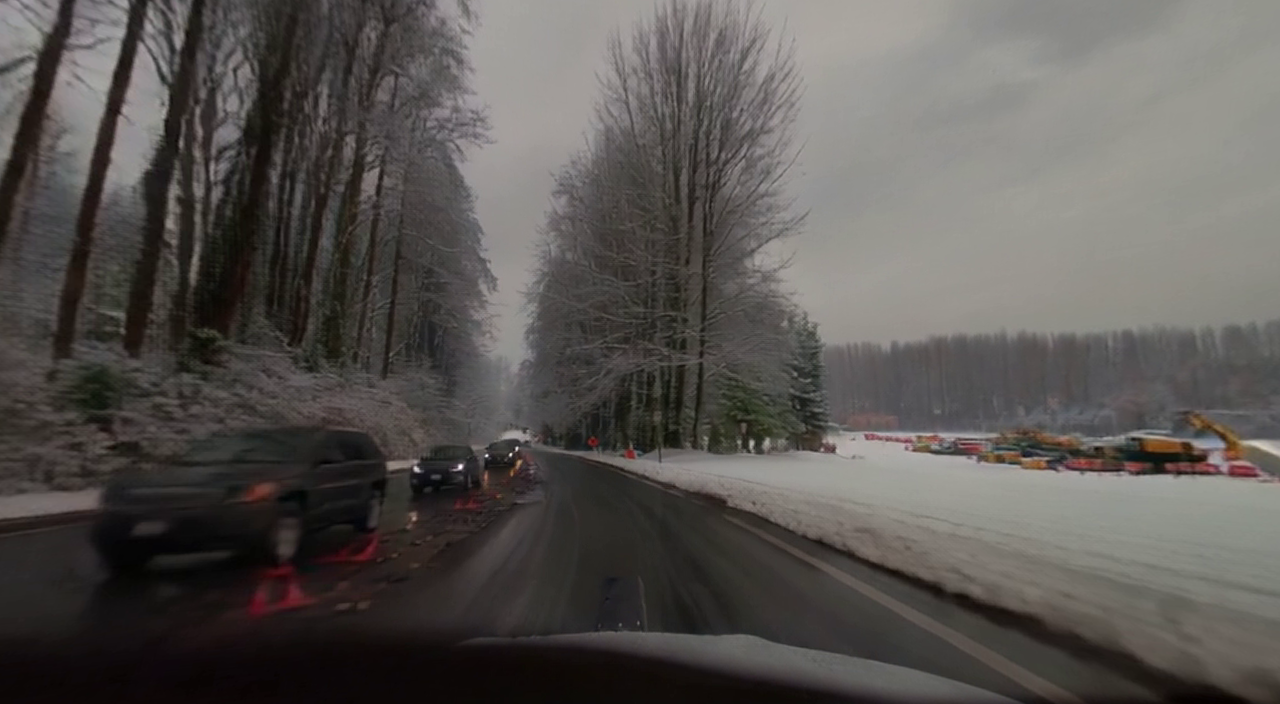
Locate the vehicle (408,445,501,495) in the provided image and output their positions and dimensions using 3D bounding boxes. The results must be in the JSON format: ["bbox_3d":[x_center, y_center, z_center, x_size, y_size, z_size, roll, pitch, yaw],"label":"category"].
[{"bbox_3d":[-5.908,3.773,20.646,1.975,1.415,4.194,0,-8,-3],"label":"vehicle"}]

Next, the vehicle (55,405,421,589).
[{"bbox_3d":[-4.972,1.837,8.884,2.193,1.885,4.474,0,-8,-1],"label":"vehicle"}]
